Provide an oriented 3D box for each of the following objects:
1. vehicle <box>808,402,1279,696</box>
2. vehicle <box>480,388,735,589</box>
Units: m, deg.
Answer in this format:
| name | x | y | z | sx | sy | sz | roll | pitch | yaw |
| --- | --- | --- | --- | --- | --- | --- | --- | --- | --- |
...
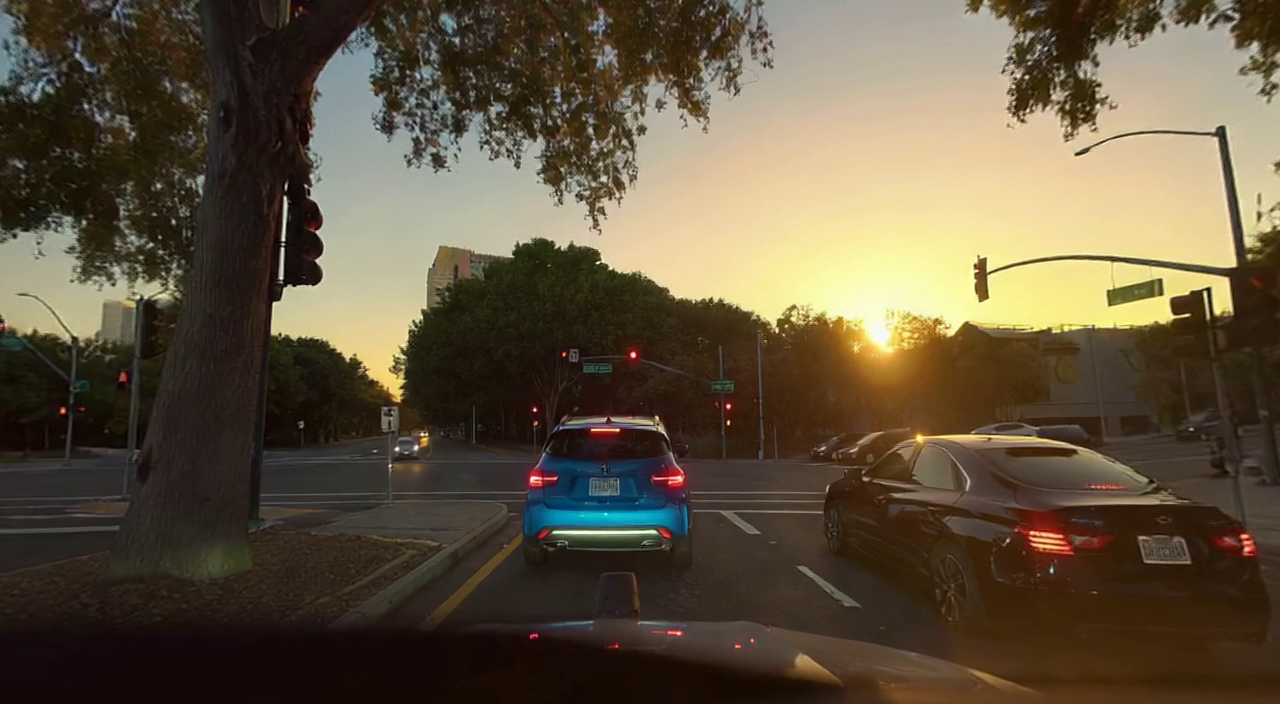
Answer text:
| name | x | y | z | sx | sy | sz | roll | pitch | yaw |
| --- | --- | --- | --- | --- | --- | --- | --- | --- | --- |
| vehicle | 3.164 | 1.400 | 5.762 | 1.932 | 1.562 | 4.629 | 0 | -9 | -1 |
| vehicle | -0.343 | 1.522 | 7.783 | 2.247 | 1.760 | 4.231 | 0 | -9 | -2 |
